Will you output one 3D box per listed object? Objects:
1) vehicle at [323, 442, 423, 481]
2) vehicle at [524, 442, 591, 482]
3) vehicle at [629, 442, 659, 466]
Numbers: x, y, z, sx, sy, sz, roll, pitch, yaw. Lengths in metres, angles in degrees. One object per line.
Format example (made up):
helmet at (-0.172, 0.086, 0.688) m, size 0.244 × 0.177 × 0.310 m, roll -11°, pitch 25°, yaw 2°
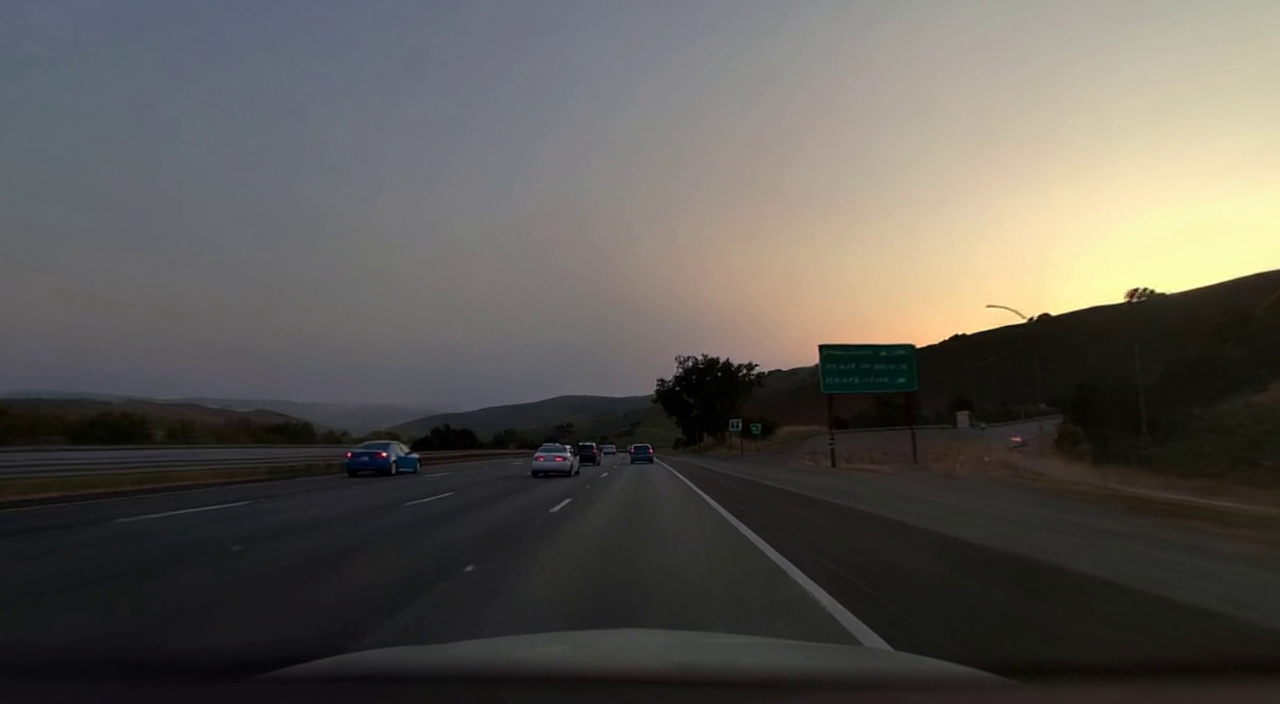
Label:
vehicle at (-11.018, 4.532, 26.489) m, size 1.945 × 1.466 × 4.947 m, roll 0°, pitch -8°, yaw 1°
vehicle at (-3.347, 4.564, 26.573) m, size 2.080 × 1.505 × 4.649 m, roll -1°, pitch -8°, yaw 1°
vehicle at (0.333, 7.555, 47.067) m, size 2.138 × 1.674 × 4.044 m, roll 0°, pitch -8°, yaw 1°
